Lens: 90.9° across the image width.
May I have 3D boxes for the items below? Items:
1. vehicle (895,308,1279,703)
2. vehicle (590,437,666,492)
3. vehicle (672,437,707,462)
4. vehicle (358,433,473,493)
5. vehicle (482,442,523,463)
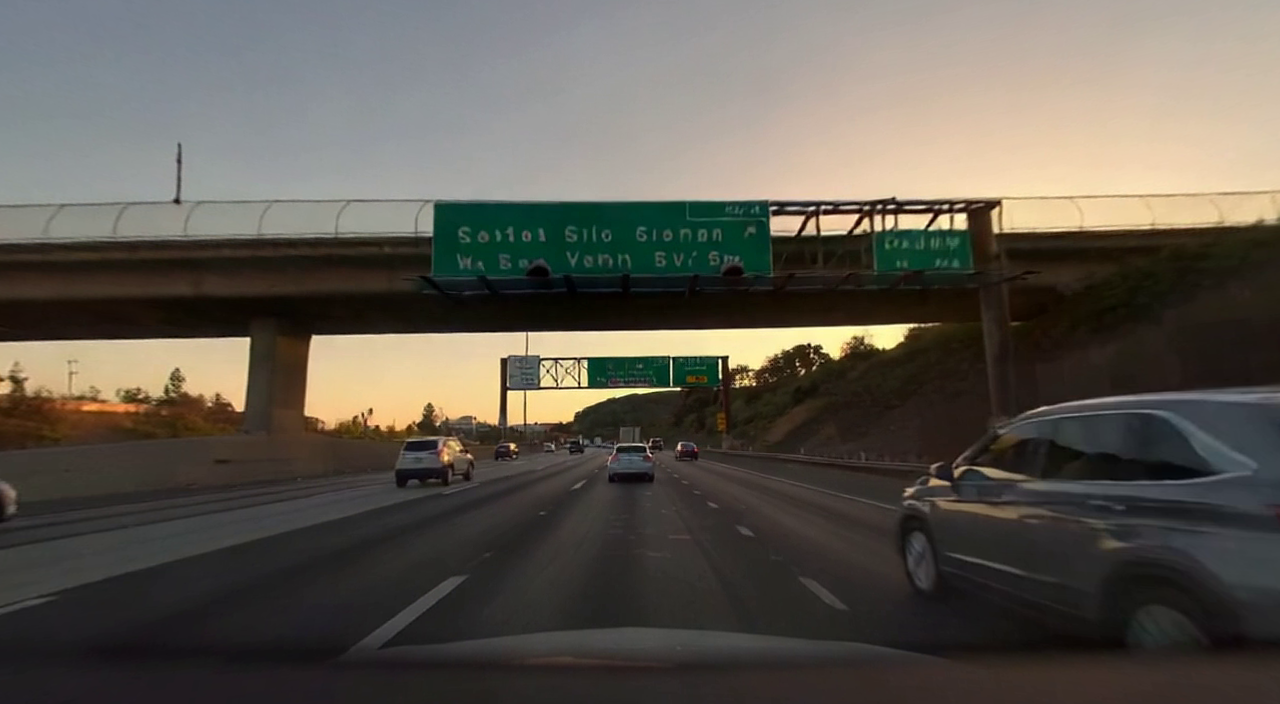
[{"bbox_3d":[3.425,0.917,3.704,2.001,1.771,4.250,0,-8,-1],"label":"vehicle"},{"bbox_3d":[-0.325,3.346,19.067,2.042,1.446,4.269,0,-8,0],"label":"vehicle"},{"bbox_3d":[3.565,7.077,46.042,2.100,1.707,4.342,0,-8,-2],"label":"vehicle"},{"bbox_3d":[-6.928,3.461,19.984,2.060,1.669,4.242,0,-8,0],"label":"vehicle"},{"bbox_3d":[-10.555,7.776,48.819,2.019,1.510,4.992,0,-8,1],"label":"vehicle"}]
